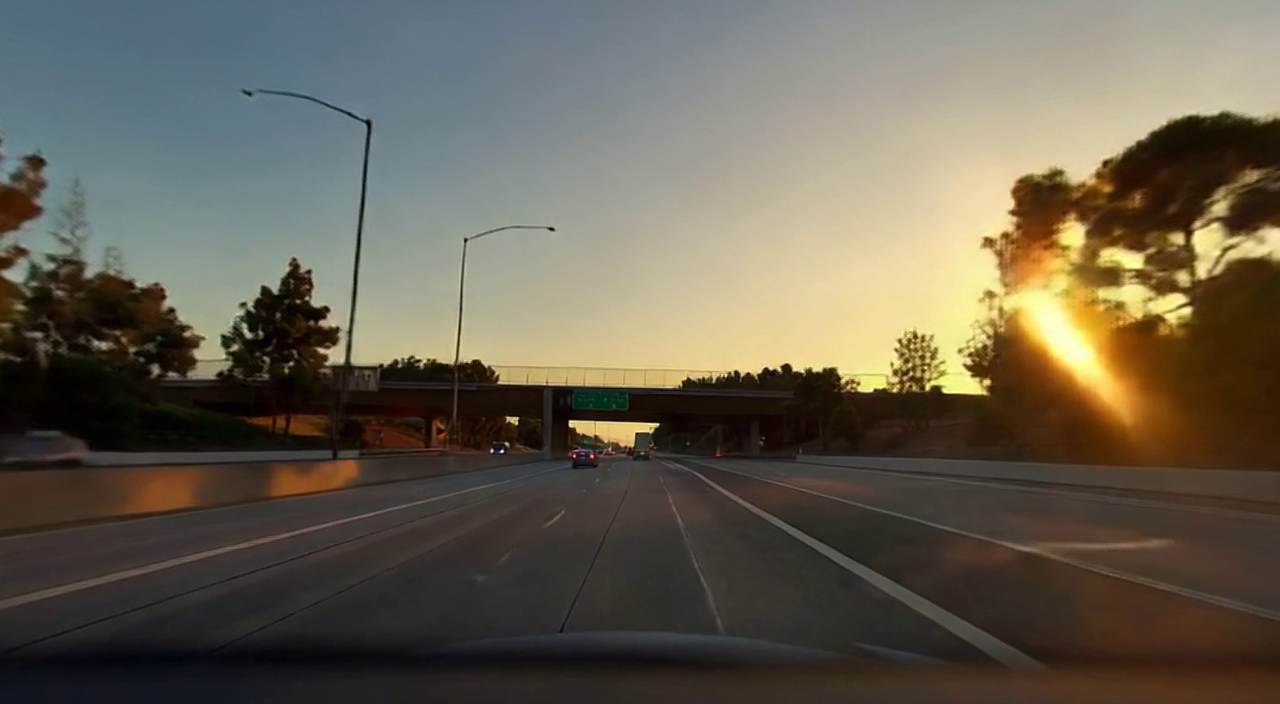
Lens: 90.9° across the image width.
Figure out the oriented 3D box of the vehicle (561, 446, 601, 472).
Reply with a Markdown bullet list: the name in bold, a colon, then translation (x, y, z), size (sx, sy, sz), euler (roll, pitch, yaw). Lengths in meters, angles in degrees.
- **vehicle**: translation (-3.664, 6.732, 39.817), size (2.070, 1.564, 4.145), euler (0, -9, 0)
